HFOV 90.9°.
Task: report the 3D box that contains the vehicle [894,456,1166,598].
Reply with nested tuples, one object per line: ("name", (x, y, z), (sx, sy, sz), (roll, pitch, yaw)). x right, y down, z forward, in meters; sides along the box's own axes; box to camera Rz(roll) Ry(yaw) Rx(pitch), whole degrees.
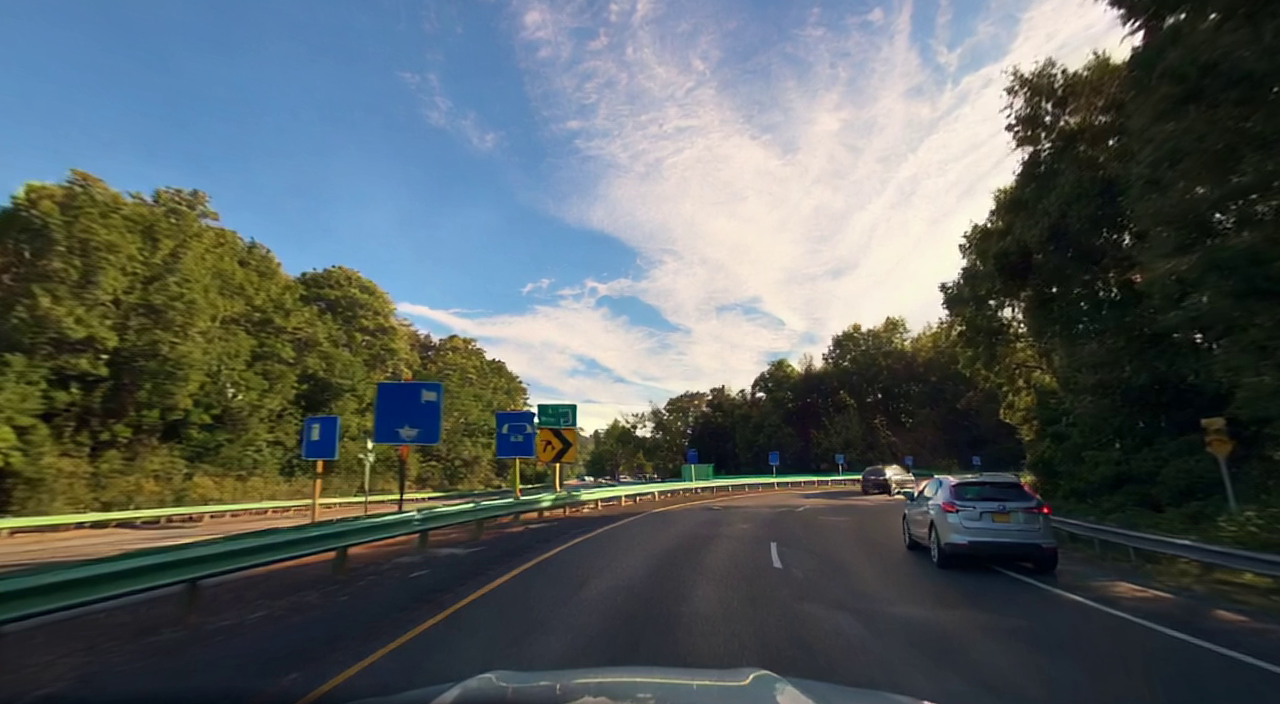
("vehicle", (5.446, 2.447, 9.592), (2.023, 1.593, 4.105), (-1, -10, 10))

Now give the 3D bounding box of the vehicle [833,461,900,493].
("vehicle", (11.624, 6.372, 32.187), (1.992, 1.503, 3.793), (-8, -13, 38))
